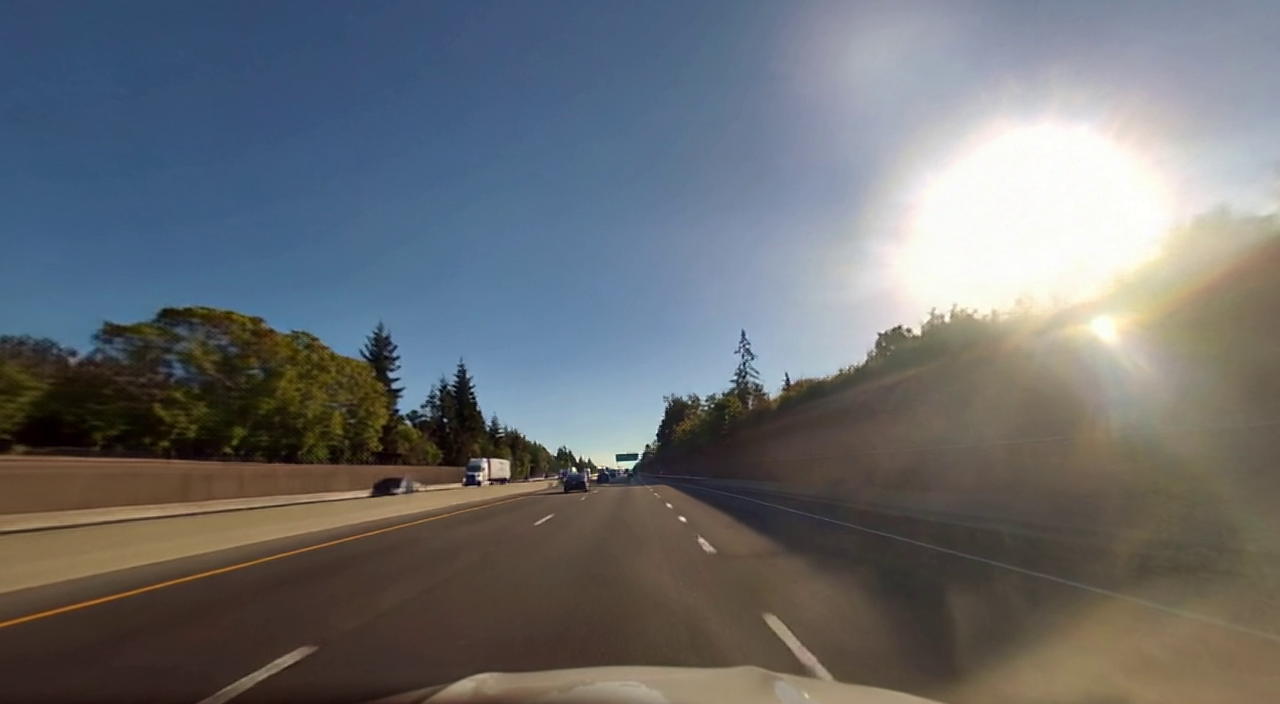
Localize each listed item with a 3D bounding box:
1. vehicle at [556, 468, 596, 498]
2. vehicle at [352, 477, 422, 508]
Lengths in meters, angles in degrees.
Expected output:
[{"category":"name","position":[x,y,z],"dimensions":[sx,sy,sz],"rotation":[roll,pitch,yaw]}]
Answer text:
[{"category":"vehicle","position":[-3.517,7.277,35.195],"dimensions":[1.863,1.486,3.852],"rotation":[1,-10,-1]},{"category":"vehicle","position":[-13.625,7.589,34.246],"dimensions":[2.084,1.426,4.215],"rotation":[1,-10,-1]}]
